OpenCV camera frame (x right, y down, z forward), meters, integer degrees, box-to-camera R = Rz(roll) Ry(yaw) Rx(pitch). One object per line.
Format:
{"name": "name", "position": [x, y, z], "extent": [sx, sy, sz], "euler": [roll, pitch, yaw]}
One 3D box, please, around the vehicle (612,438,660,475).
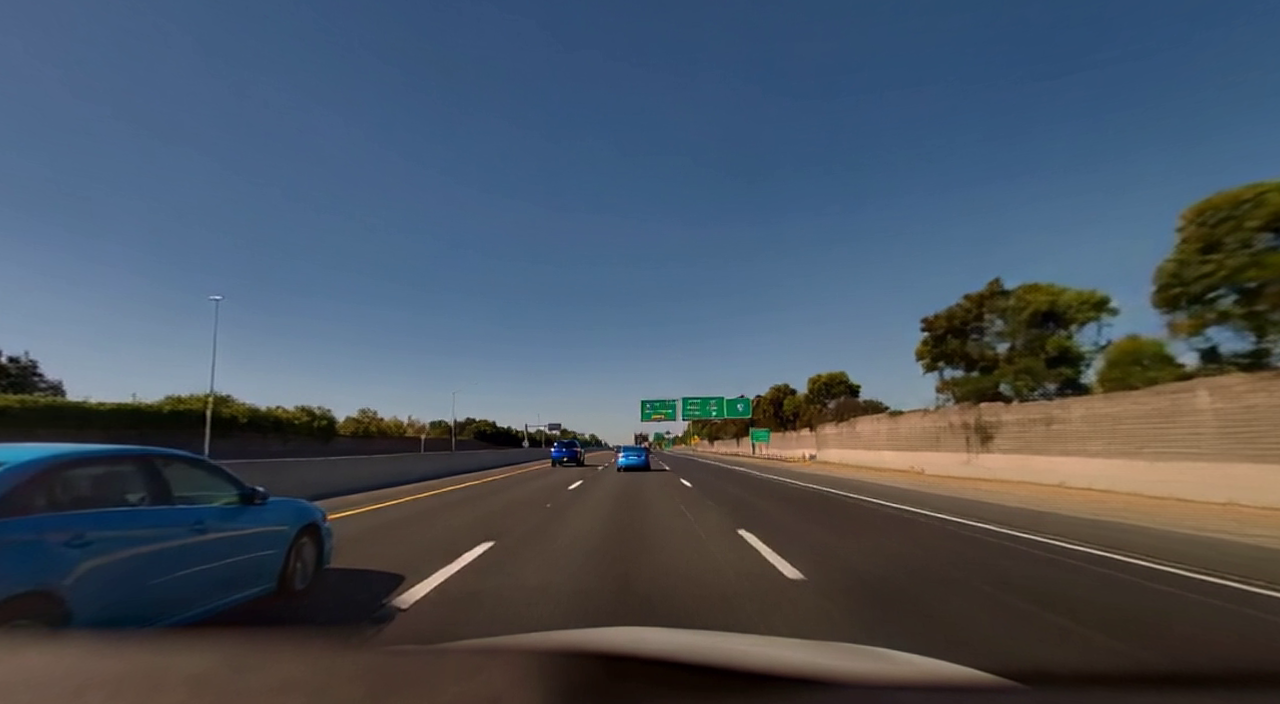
{"name": "vehicle", "position": [-0.164, 4.857, 29.471], "extent": [2.086, 1.548, 4.325], "euler": [0, -8, 0]}

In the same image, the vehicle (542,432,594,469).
{"name": "vehicle", "position": [-3.933, 5.494, 35.366], "extent": [2.264, 1.901, 4.647], "euler": [0, -8, 1]}
